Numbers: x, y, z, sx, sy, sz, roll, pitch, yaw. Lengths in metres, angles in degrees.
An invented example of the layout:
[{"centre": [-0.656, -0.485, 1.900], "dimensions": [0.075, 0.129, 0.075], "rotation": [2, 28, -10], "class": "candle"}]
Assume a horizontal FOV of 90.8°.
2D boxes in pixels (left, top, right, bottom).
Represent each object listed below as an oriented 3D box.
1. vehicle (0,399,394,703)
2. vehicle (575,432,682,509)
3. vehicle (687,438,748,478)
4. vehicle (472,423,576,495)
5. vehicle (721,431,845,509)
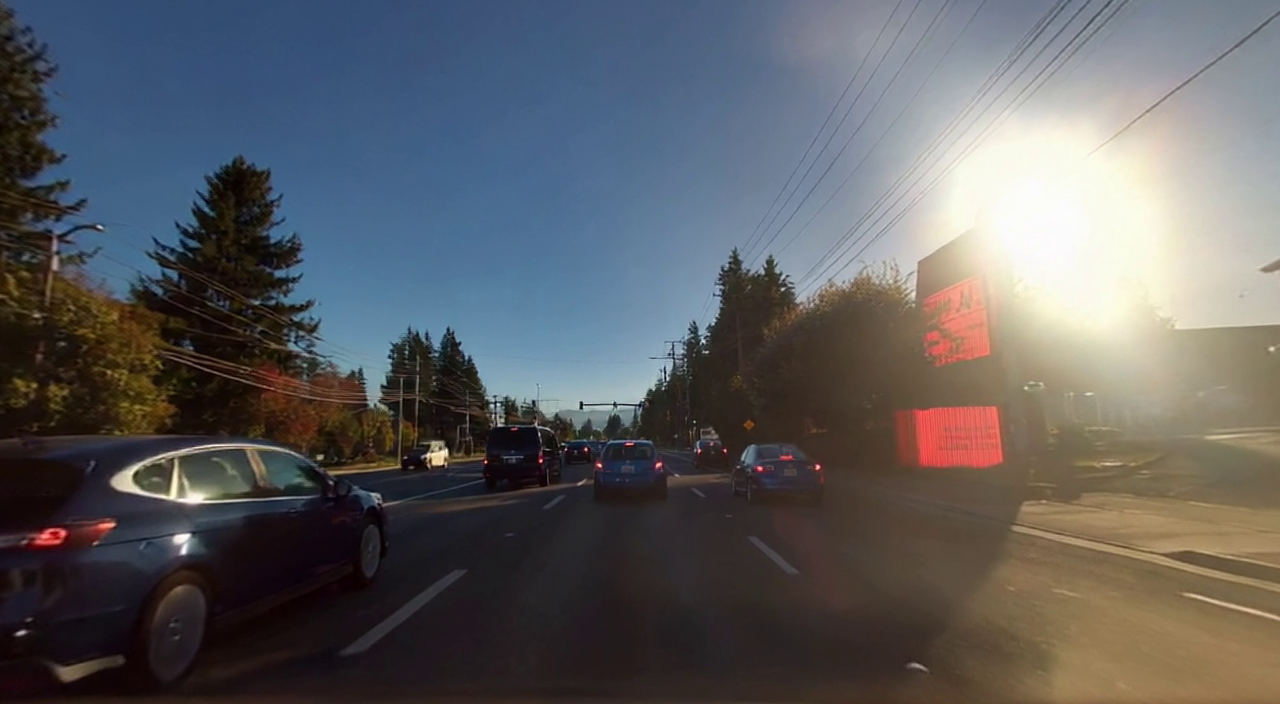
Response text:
[{"centre": [-3.288, 1.089, 3.541], "dimensions": [2.004, 1.454, 4.349], "rotation": [0, -8, 1], "class": "vehicle"}, {"centre": [-0.238, 2.615, 14.380], "dimensions": [2.097, 1.511, 3.809], "rotation": [0, -8, 0], "class": "vehicle"}, {"centre": [3.119, 4.357, 26.217], "dimensions": [1.878, 1.479, 4.461], "rotation": [0, -8, -1], "class": "vehicle"}, {"centre": [-3.258, 3.136, 18.834], "dimensions": [2.092, 1.839, 4.736], "rotation": [0, -8, 1], "class": "vehicle"}, {"centre": [3.074, 2.604, 14.395], "dimensions": [1.880, 1.521, 3.724], "rotation": [0, -8, -1], "class": "vehicle"}]
